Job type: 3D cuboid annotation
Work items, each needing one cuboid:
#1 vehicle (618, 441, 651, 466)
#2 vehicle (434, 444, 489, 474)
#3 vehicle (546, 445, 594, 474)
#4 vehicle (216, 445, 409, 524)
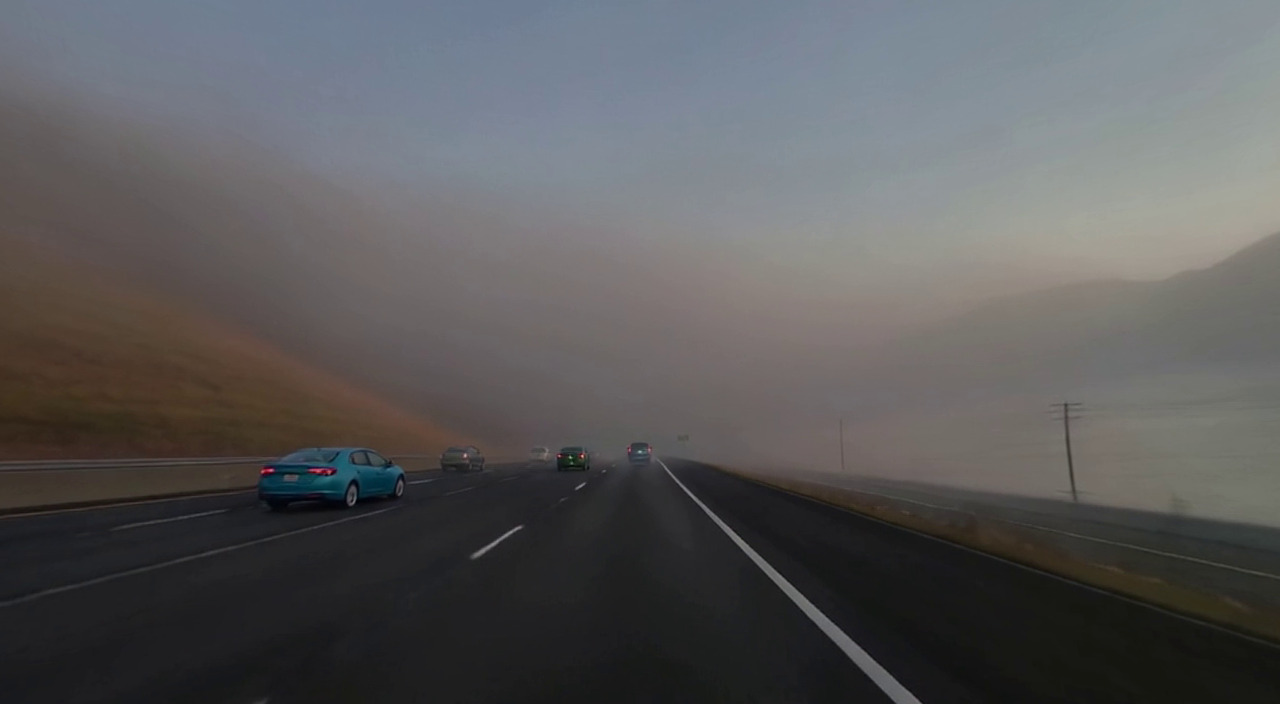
[{"bbox_3d":[-0.378,7.148,44.537,2.225,1.674,4.044,0,-8,-1],"label":"vehicle"},{"bbox_3d":[-11.124,6.662,39.625,2.025,1.750,4.505,0,-8,1],"label":"vehicle"},{"bbox_3d":[-3.860,5.987,35.413,2.144,1.505,4.649,0,-8,0],"label":"vehicle"},{"bbox_3d":[-6.955,2.813,14.040,1.991,1.441,4.265,0,-8,0],"label":"vehicle"}]
